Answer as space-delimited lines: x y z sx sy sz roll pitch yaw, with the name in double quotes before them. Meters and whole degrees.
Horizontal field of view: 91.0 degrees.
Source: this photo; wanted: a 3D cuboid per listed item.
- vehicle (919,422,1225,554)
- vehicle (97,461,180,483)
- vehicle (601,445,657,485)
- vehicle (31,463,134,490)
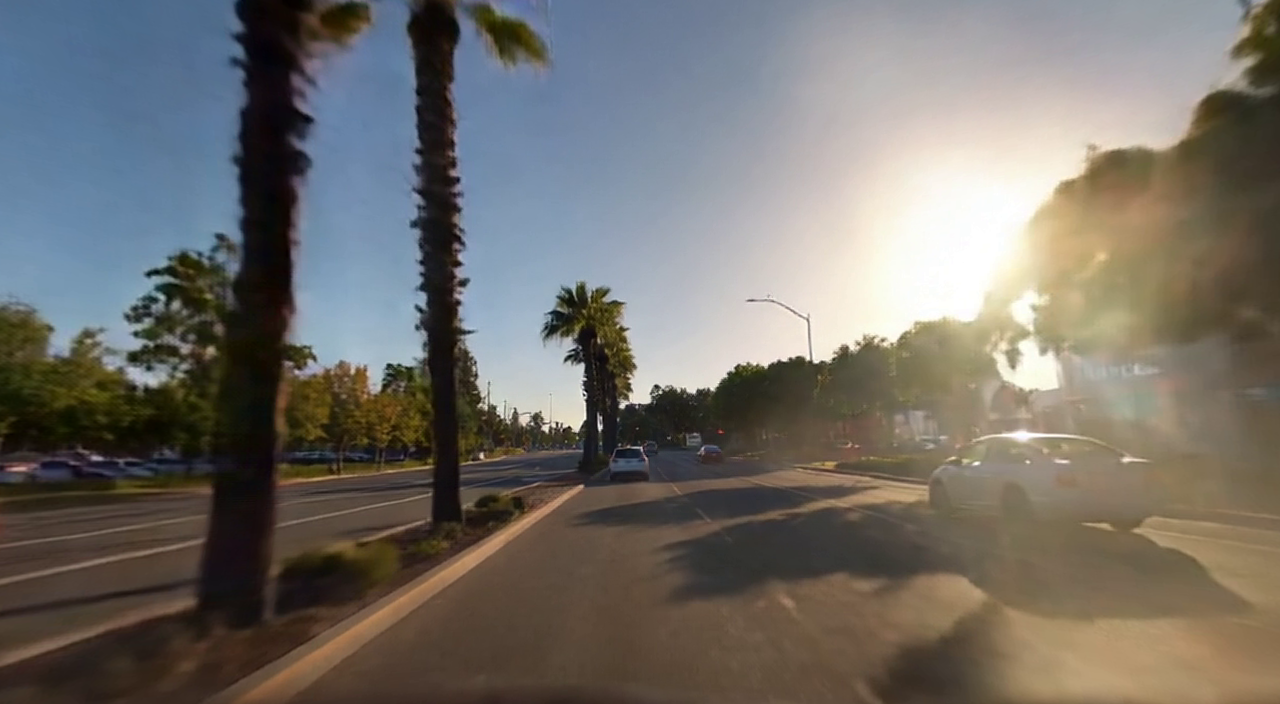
"vehicle" 6.335 2.000 9.936 1.949 1.647 3.894 0 -8 -2
"vehicle" -33.871 8.110 42.543 4.047 1.400 1.866 -1 -8 3
"vehicle" -0.400 4.231 23.898 1.970 1.402 3.756 0 -8 0
"vehicle" -33.420 7.457 37.816 4.389 1.448 1.925 0 -8 2
